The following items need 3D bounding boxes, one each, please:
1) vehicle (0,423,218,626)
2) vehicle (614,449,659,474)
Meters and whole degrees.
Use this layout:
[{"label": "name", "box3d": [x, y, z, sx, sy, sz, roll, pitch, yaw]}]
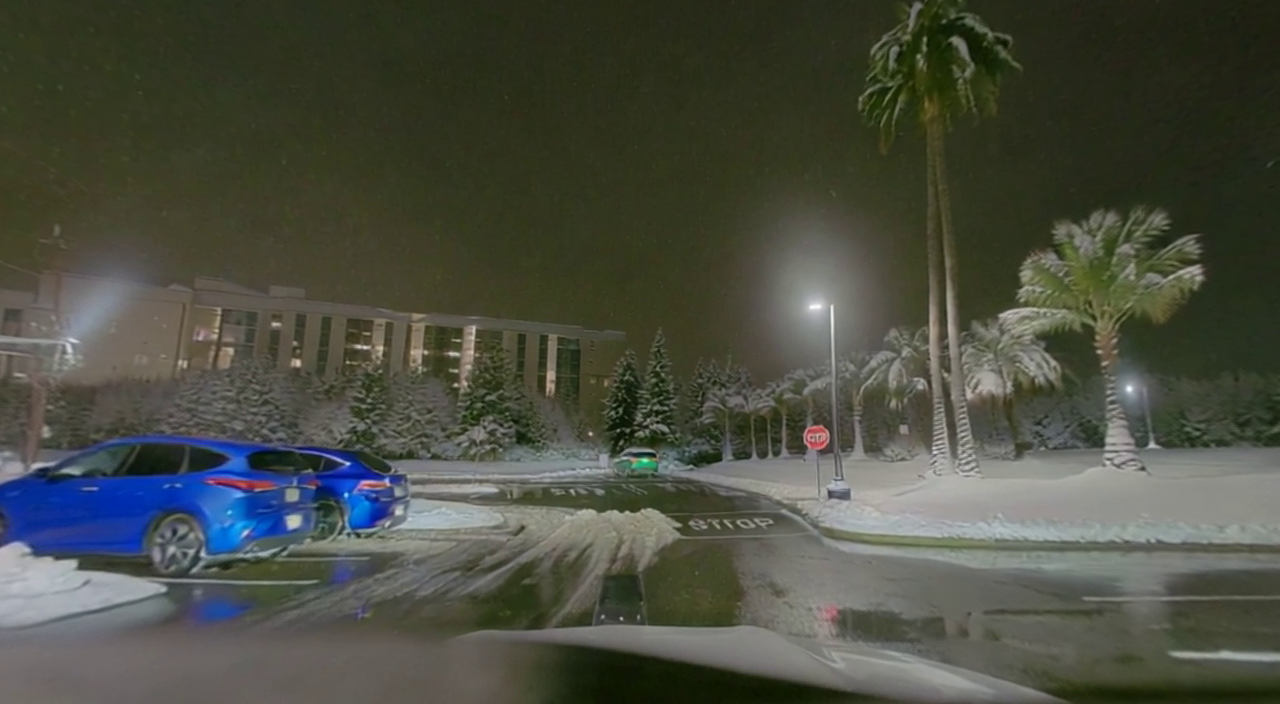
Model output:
[{"label": "vehicle", "box3d": [-7.375, 1.543, 6.557, 4.416, 1.636, 2.206, 2, -9, 7]}, {"label": "vehicle", "box3d": [-0.305, 7.742, 44.985, 2.071, 1.700, 4.367, 3, -9, -16]}]
